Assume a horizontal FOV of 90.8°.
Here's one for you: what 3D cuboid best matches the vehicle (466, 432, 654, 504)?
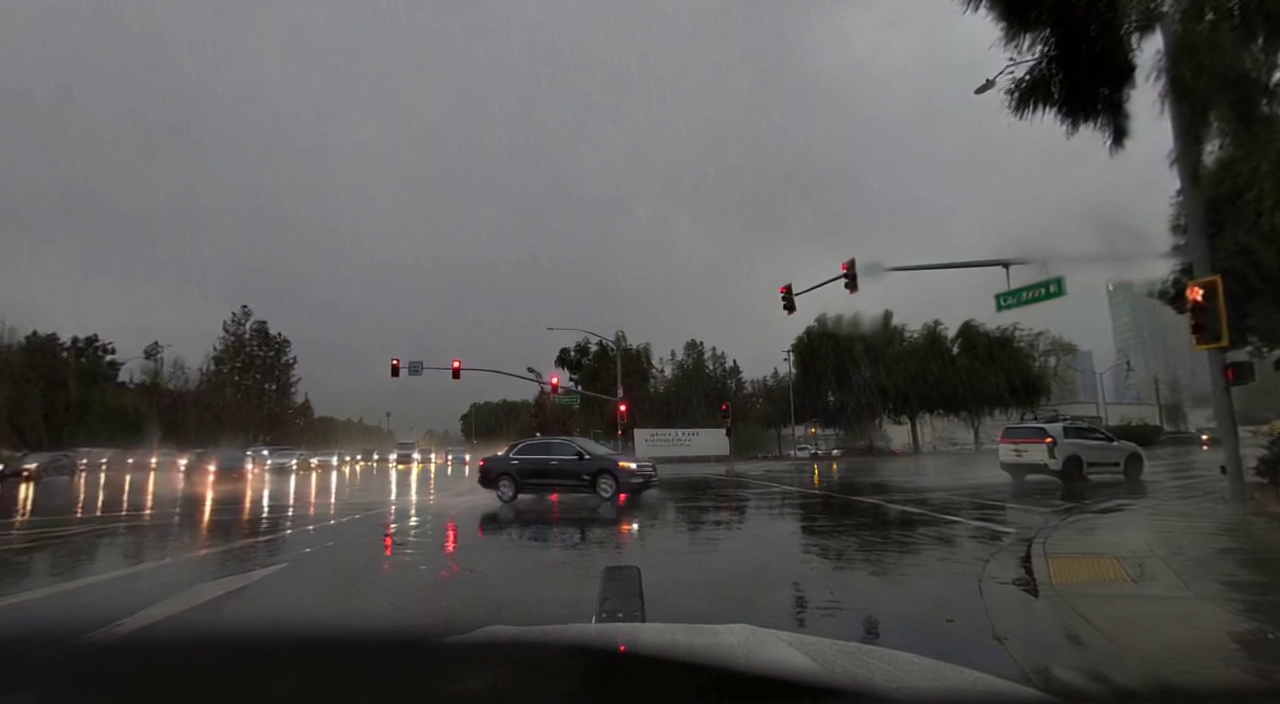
[{"bbox_3d":[-1.947,2.890,15.936,4.281,1.621,1.903,-3,-9,15],"label":"vehicle"}]

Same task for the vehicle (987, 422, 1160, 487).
[{"bbox_3d":[13.096,3.061,19.099,4.619,1.759,2.101,4,-10,-25],"label":"vehicle"}]

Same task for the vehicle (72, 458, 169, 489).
[{"bbox_3d":[-28.366,6.608,34.706,1.965,1.448,4.553,1,-9,-8],"label":"vehicle"}]

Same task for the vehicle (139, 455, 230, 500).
[{"bbox_3d":[-17.238,4.692,24.157,1.957,1.471,4.728,4,-10,-26],"label":"vehicle"}]

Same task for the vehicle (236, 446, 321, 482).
[{"bbox_3d":[-21.439,6.609,37.839,2.358,1.937,5.896,1,-9,-8],"label":"vehicle"}]

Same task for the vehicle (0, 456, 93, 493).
[{"bbox_3d":[-31.184,6.262,32.639,2.142,1.723,4.692,1,-9,-9],"label":"vehicle"}]
